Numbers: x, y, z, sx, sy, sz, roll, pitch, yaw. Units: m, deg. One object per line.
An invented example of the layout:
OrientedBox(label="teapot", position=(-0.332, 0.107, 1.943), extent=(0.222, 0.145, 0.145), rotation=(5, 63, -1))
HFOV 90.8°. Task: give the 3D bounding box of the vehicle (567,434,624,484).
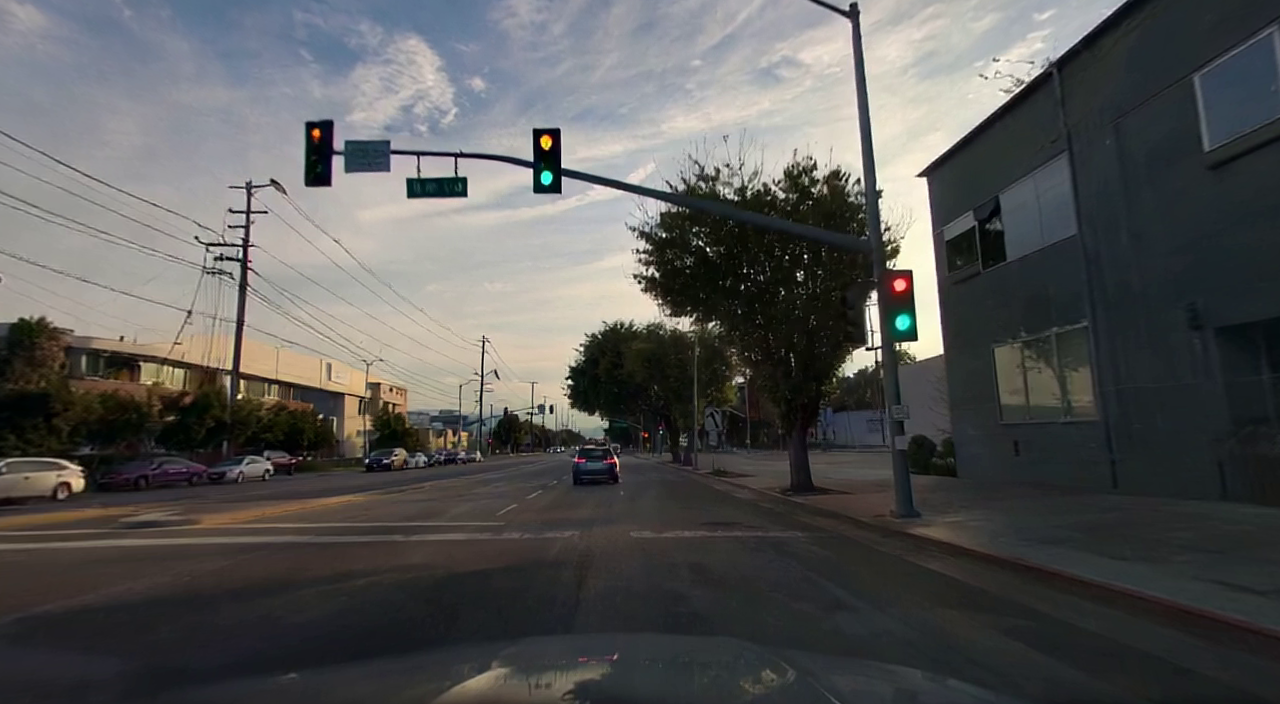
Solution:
OrientedBox(label="vehicle", position=(-1.681, 4.140, 24.588), extent=(2.022, 1.757, 4.041), rotation=(0, -9, -3))

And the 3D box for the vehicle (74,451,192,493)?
OrientedBox(label="vehicle", position=(-25.635, 6.064, 32.037), extent=(4.508, 1.776, 1.932), rotation=(-3, -8, 4))

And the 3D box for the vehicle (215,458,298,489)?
OrientedBox(label="vehicle", position=(-20.148, 6.393, 33.431), extent=(1.786, 1.439, 4.312), rotation=(0, -9, -2))
